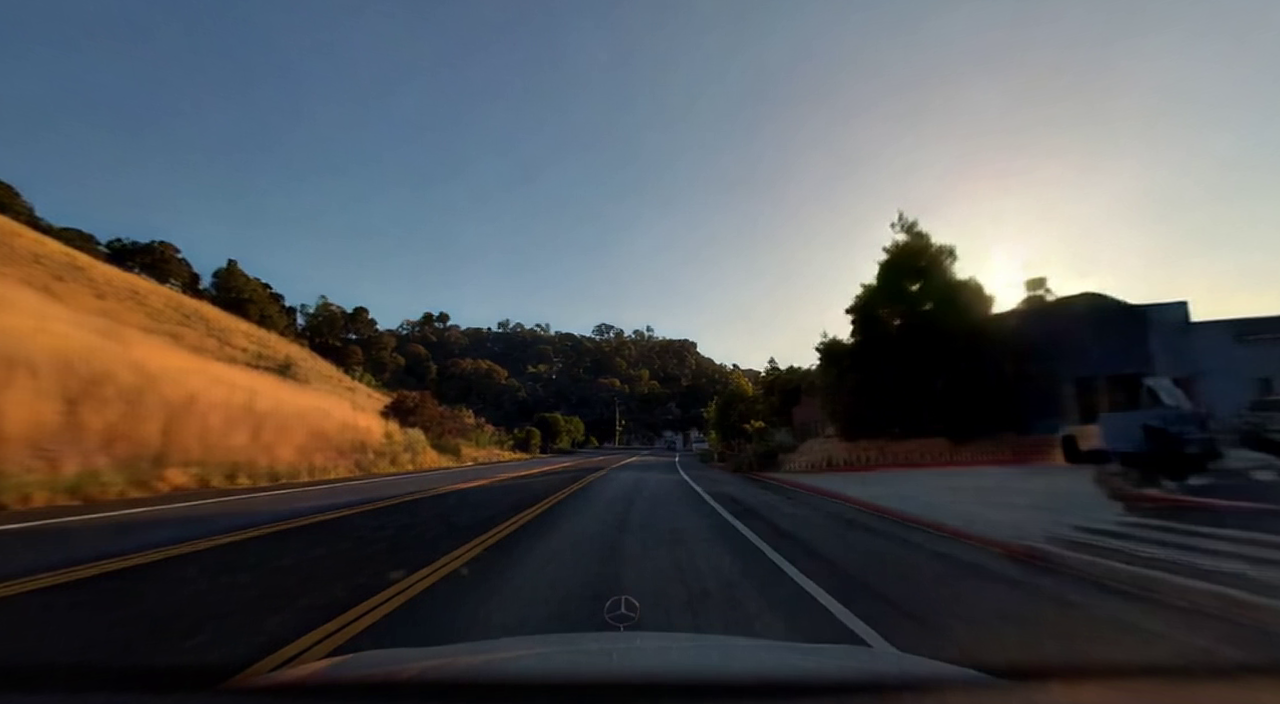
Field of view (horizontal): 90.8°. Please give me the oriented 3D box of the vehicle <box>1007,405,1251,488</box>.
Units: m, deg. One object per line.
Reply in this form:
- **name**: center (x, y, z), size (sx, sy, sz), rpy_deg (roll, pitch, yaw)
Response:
- **vehicle**: center (13.151, 2.707, 17.613), size (2.352, 1.872, 5.103), rpy_deg (-2, -10, -5)
